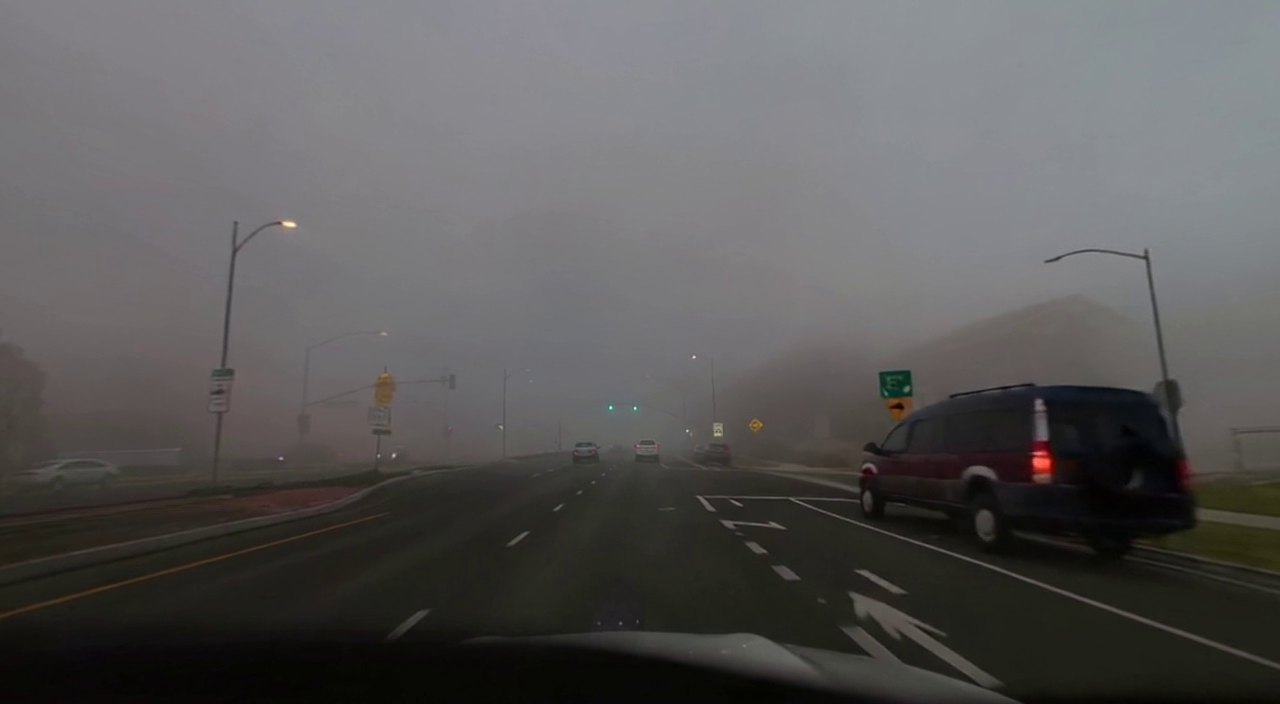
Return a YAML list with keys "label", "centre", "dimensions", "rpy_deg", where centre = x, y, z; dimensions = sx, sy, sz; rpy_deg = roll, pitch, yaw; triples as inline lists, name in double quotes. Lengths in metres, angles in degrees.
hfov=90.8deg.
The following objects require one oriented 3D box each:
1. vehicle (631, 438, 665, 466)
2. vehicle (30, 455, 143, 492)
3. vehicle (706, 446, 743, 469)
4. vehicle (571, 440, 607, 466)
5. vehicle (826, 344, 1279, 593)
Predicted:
- label: "vehicle"
  centre: [0.522, 7.189, 45.489]
  dimensions: [2.273, 1.851, 5.075]
  rpy_deg: [0, -9, -1]
- label: "vehicle"
  centre: [-25.878, 5.663, 29.746]
  dimensions: [1.796, 1.511, 3.879]
  rpy_deg: [0, -9, 0]
- label: "vehicle"
  centre: [5.686, 7.144, 42.973]
  dimensions: [1.836, 1.442, 4.247]
  rpy_deg: [0, -9, -1]
- label: "vehicle"
  centre: [-3.668, 7.317, 45.912]
  dimensions: [2.233, 1.775, 4.491]
  rpy_deg: [0, -9, 0]
- label: "vehicle"
  centre: [5.512, 1.653, 9.910]
  dimensions: [2.763, 2.329, 7.864]
  rpy_deg: [0, -8, 0]
